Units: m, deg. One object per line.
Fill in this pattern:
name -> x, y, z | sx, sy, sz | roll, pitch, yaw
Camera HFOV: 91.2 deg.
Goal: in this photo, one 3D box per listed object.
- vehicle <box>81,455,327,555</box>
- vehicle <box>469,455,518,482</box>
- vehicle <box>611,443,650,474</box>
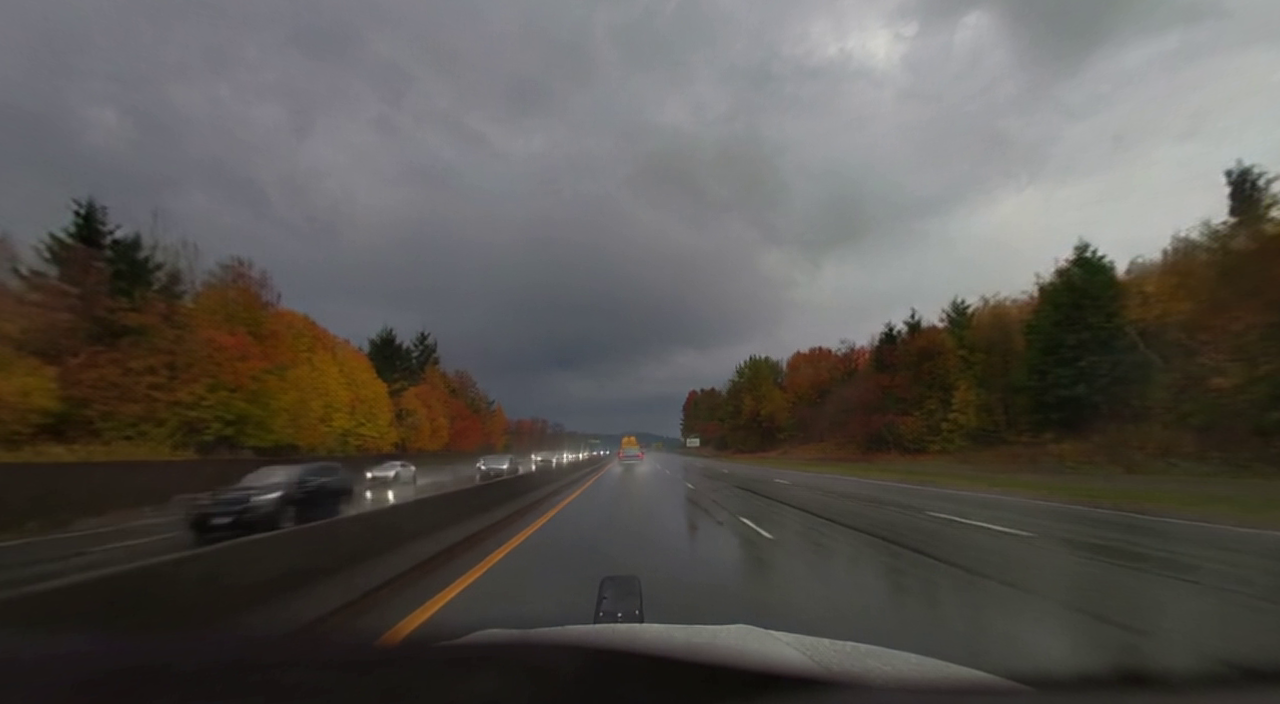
vehicle -> -8.717, 3.040, 13.168 | 1.991, 1.650, 4.391 | -1, -9, 0
vehicle -> -9.120, 7.312, 39.463 | 1.933, 1.527, 4.642 | -1, -9, 0
vehicle -> -0.556, 6.264, 36.974 | 2.168, 1.705, 4.272 | -1, -9, -1
